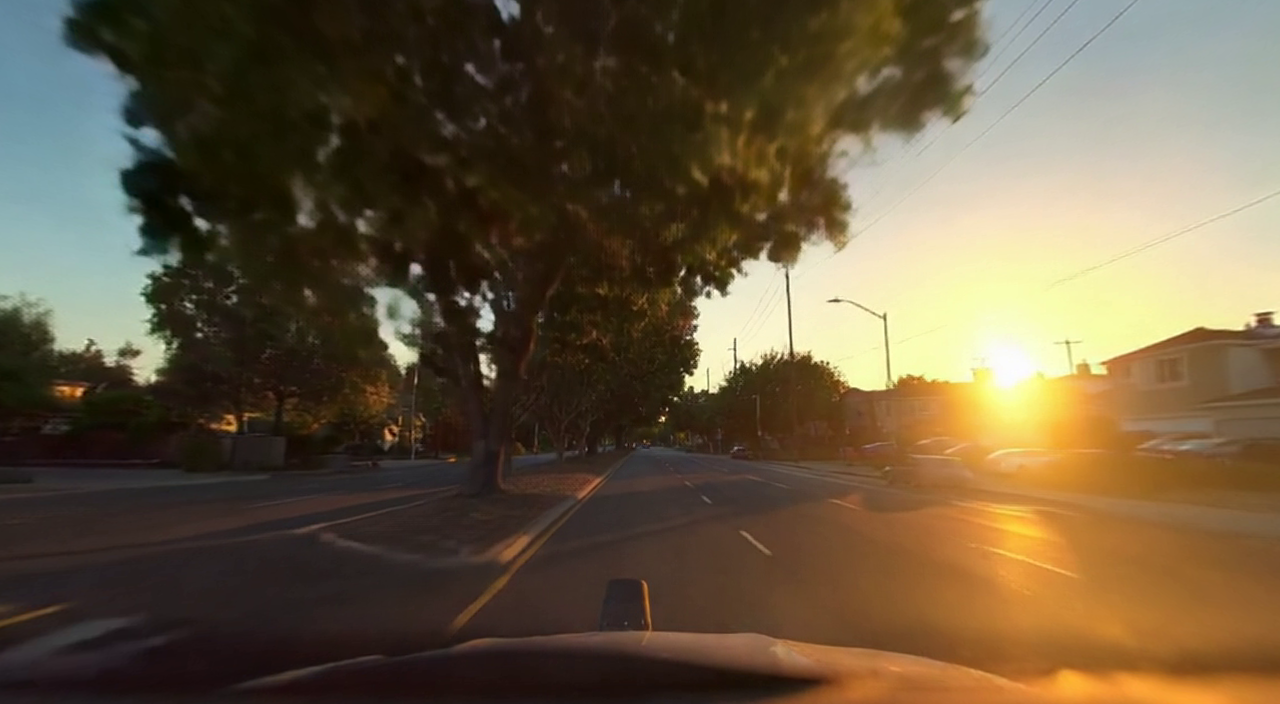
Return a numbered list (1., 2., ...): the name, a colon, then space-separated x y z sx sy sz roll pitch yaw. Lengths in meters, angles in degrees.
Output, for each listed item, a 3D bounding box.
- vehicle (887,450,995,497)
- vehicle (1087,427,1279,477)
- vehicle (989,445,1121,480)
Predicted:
1. vehicle: 11.522 4.641 24.537 1.929 1.489 4.777 4 -8 1
2. vehicle: 22.802 4.141 26.185 6.075 1.933 3.018 0 -8 1
3. vehicle: 19.930 5.326 30.455 4.897 1.608 2.005 0 -9 2
